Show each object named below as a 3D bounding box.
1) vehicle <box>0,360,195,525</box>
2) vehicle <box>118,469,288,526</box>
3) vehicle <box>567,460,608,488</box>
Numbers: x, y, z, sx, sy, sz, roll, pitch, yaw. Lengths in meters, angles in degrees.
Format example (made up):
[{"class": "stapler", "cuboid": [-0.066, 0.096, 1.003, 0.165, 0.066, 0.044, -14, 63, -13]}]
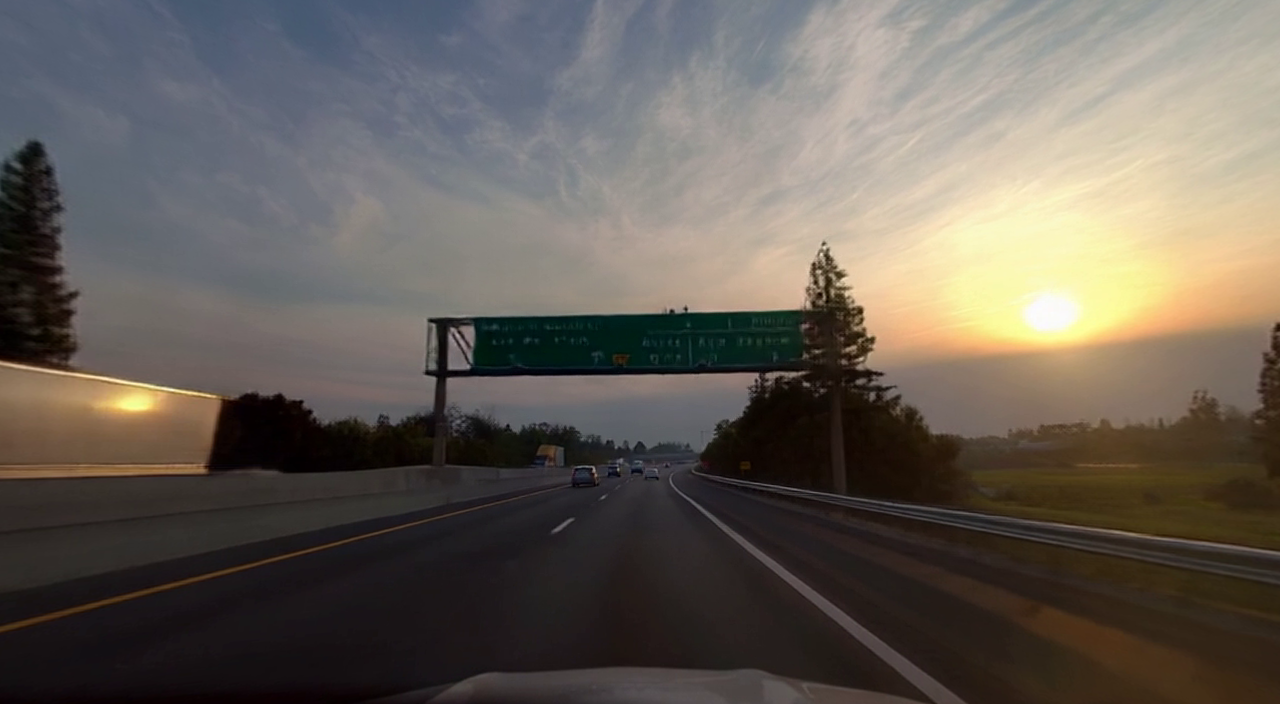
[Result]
[{"class": "vehicle", "cuboid": [-17.329, 2.693, 18.174, 2.842, 4.039, 7.958, 1, -11, 1]}, {"class": "vehicle", "cuboid": [-12.601, 4.195, 18.599, 1.860, 1.444, 4.291, 1, -11, 1]}, {"class": "vehicle", "cuboid": [-3.451, 8.166, 42.242, 2.160, 1.721, 4.368, 1, -11, 2]}]
